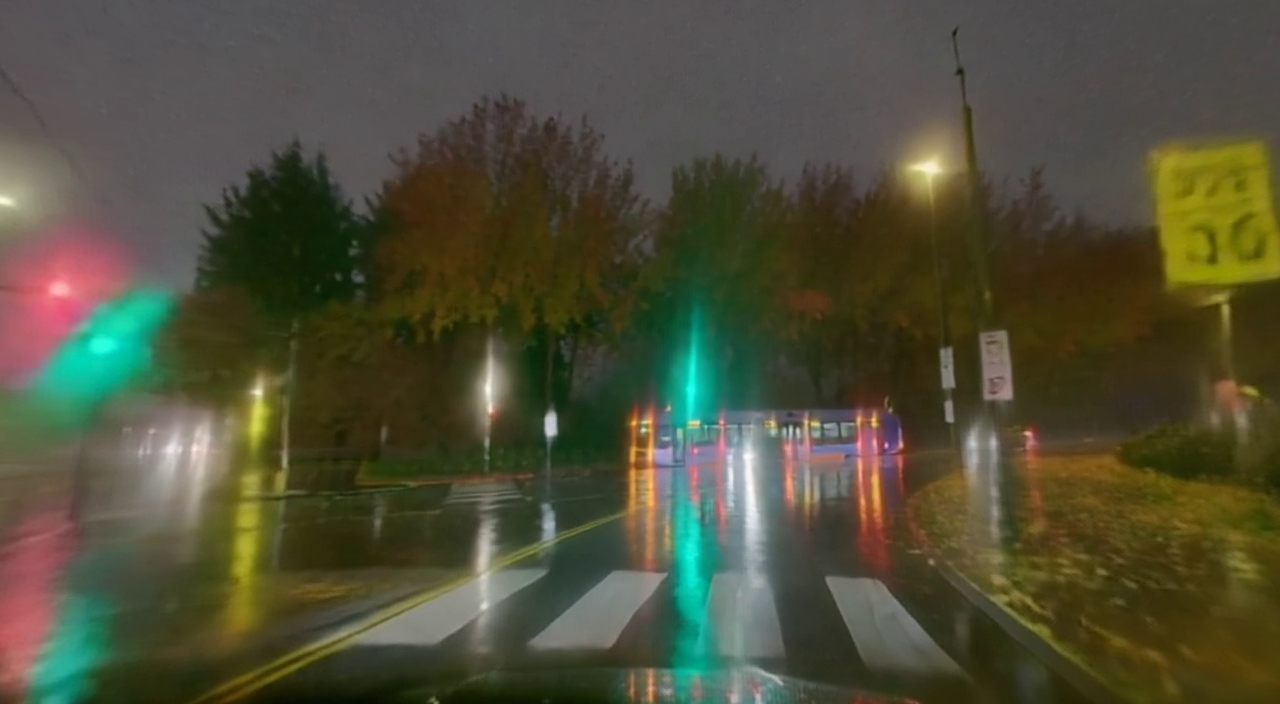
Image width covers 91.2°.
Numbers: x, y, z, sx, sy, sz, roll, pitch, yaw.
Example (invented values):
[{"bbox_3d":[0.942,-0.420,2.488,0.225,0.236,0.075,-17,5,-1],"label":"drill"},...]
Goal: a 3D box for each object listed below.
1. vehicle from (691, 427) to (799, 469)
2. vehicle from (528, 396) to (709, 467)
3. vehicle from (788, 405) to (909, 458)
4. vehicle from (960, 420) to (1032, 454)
[{"bbox_3d":[4.839,4.407,28.758,4.687,1.760,2.028,5,-10,-33],"label":"vehicle"},{"bbox_3d":[-1.035,4.730,36.694,10.391,3.725,2.904,5,-10,-30],"label":"vehicle"},{"bbox_3d":[15.879,5.898,47.238,10.068,3.618,2.878,3,-9,-34],"label":"vehicle"},{"bbox_3d":[23.211,5.574,40.807,4.386,2.070,2.092,5,-10,-32],"label":"vehicle"}]
